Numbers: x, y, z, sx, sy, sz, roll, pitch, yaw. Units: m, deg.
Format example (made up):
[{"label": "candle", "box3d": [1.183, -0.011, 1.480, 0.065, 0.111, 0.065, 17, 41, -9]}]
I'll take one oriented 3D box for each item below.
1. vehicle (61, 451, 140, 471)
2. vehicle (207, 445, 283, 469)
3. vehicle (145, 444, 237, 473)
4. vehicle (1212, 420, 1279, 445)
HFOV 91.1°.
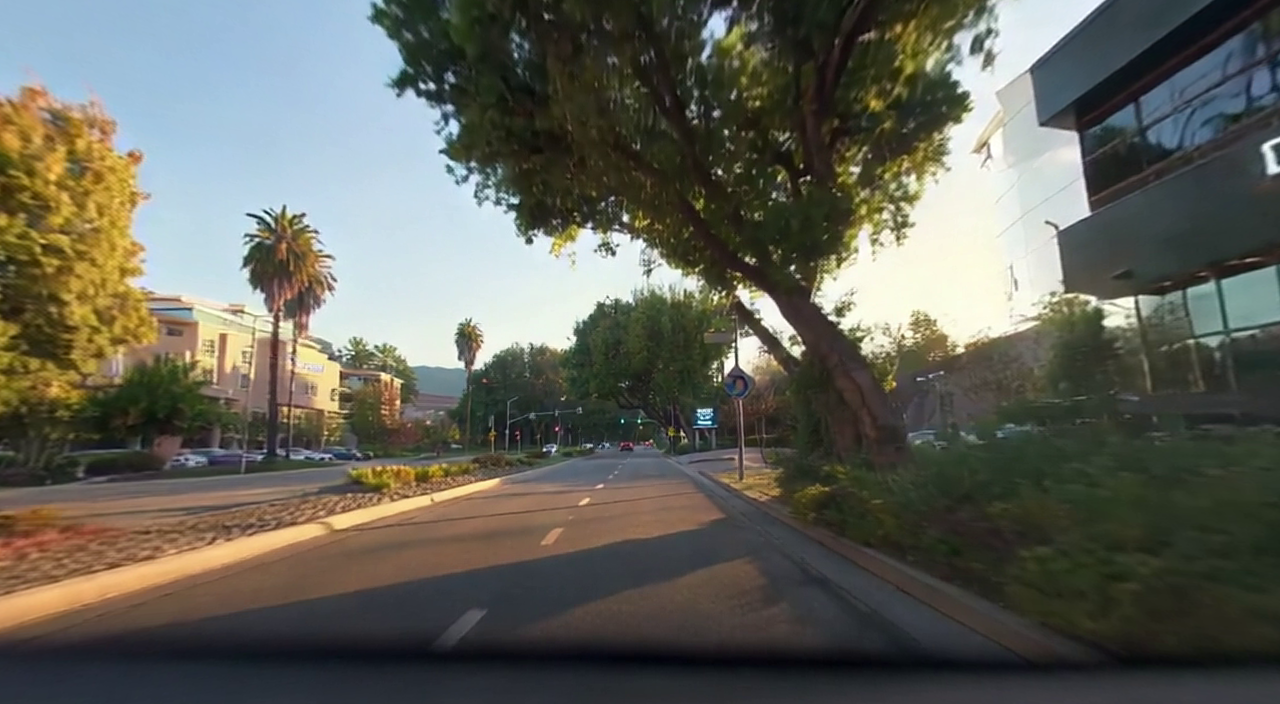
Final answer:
[{"label": "vehicle", "box3d": [-42.762, 8.628, 49.824, 4.490, 1.495, 1.922, 0, -8, 2]}, {"label": "vehicle", "box3d": [-29.382, 7.804, 46.779, 4.463, 1.497, 1.889, -4, -9, 0]}, {"label": "vehicle", "box3d": [-29.505, 7.019, 41.361, 4.293, 1.529, 2.347, -4, -9, 0]}, {"label": "vehicle", "box3d": [44.946, 5.880, 45.819, 4.409, 1.807, 1.983, 0, -8, -3]}]
